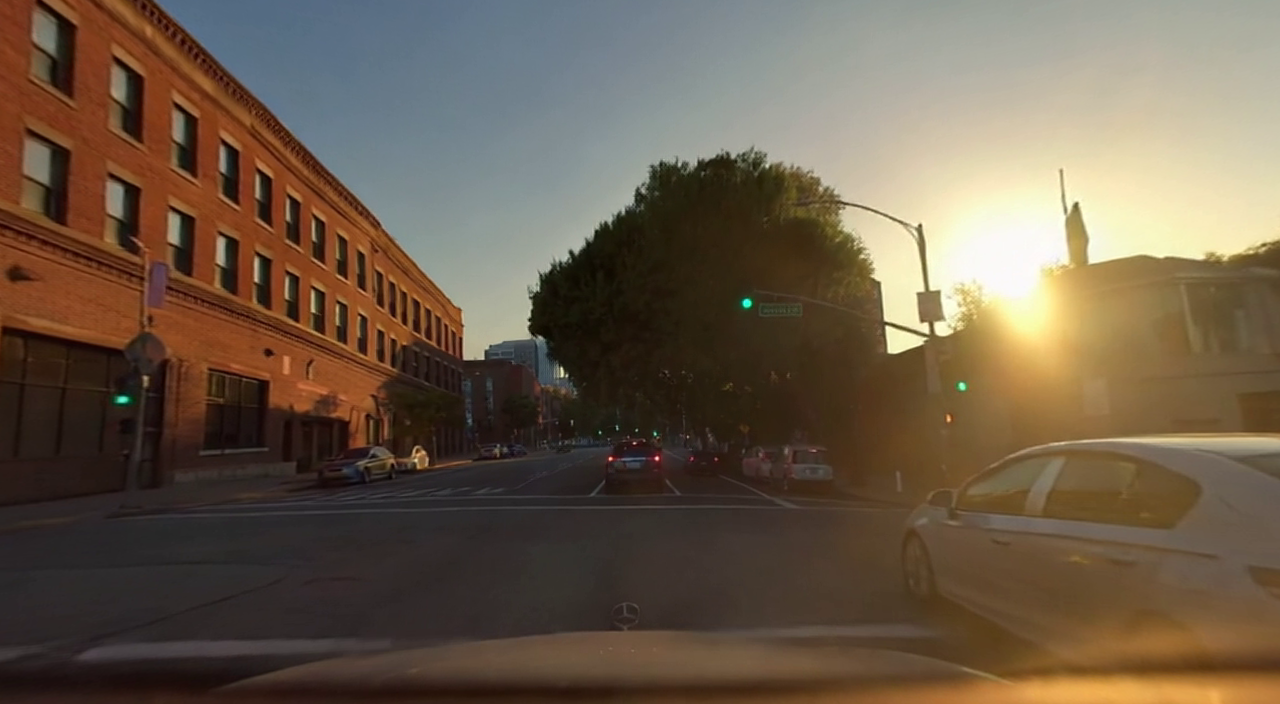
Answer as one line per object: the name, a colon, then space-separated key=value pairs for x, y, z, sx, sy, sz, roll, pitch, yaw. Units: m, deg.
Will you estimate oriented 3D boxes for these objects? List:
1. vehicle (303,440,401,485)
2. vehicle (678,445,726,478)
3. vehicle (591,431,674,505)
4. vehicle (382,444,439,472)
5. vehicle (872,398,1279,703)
vehicle: x=-14.273 y=5.476 z=31.782 sx=2.191 sy=2.011 sz=5.556 roll=0 pitch=-8 yaw=2
vehicle: x=2.901 y=5.249 z=30.537 sx=1.852 sy=1.462 sz=4.155 roll=0 pitch=-8 yaw=-1
vehicle: x=-0.230 y=3.287 z=18.363 sx=2.105 sy=1.842 sz=4.537 roll=0 pitch=-8 yaw=-1
vehicle: x=-14.311 y=6.609 z=39.667 sx=1.891 sy=1.659 sz=4.360 roll=0 pitch=-8 yaw=0
vehicle: x=3.261 y=1.140 z=3.723 sx=2.026 sy=1.499 sz=4.662 roll=0 pitch=-8 yaw=0
